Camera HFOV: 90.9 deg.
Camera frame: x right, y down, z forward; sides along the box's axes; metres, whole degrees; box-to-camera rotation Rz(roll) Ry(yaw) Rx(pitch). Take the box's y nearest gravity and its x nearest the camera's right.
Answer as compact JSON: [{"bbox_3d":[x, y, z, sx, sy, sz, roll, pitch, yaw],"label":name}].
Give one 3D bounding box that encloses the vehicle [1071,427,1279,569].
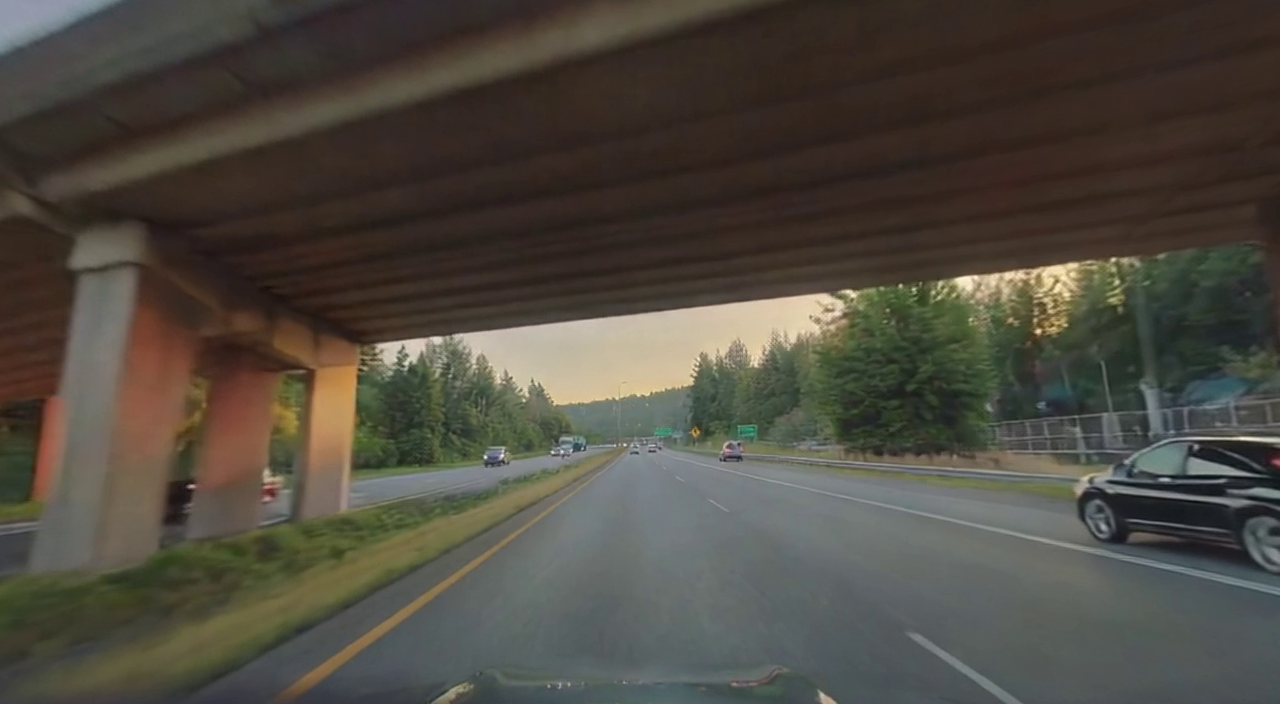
[{"bbox_3d":[7.703,1.688,7.576,1.987,1.473,4.244,0,-9,0],"label":"vehicle"}]
